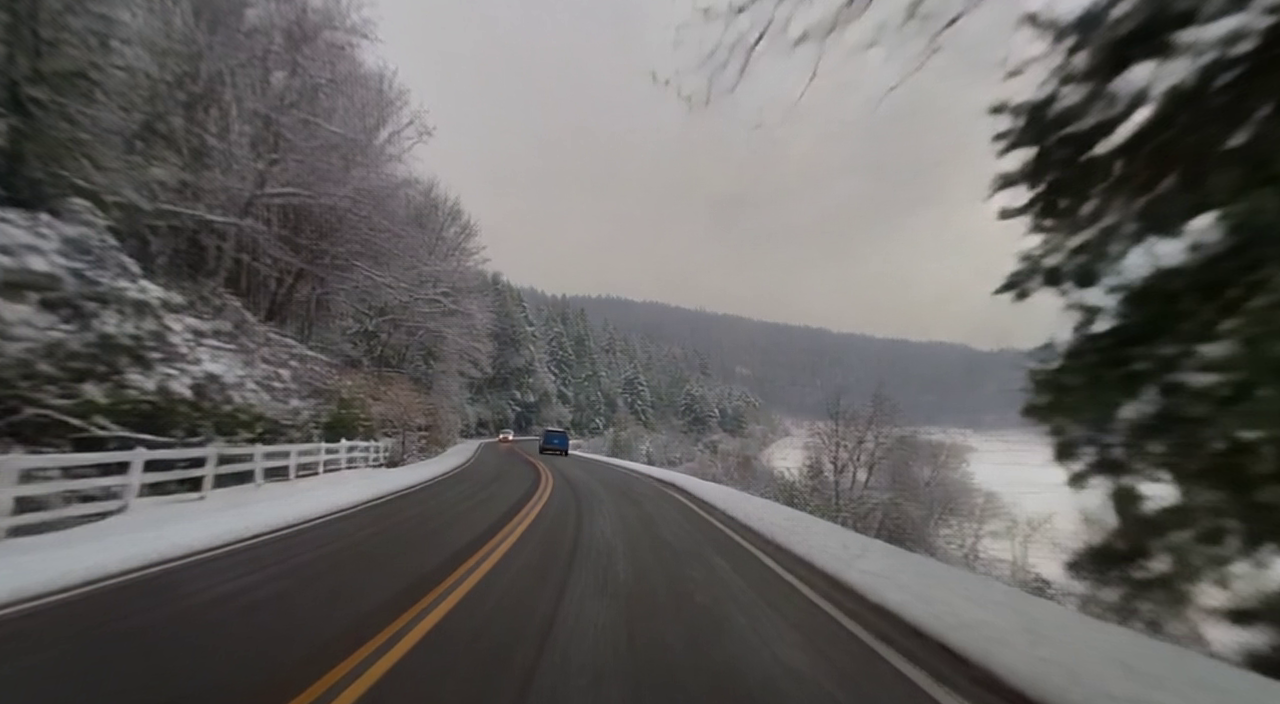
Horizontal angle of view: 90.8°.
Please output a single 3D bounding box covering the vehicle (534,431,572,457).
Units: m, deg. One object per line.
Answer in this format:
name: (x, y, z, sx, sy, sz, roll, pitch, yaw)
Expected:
vehicle: (-6.762, 7.096, 48.659, 2.439, 1.912, 5.605, 2, -9, -12)
